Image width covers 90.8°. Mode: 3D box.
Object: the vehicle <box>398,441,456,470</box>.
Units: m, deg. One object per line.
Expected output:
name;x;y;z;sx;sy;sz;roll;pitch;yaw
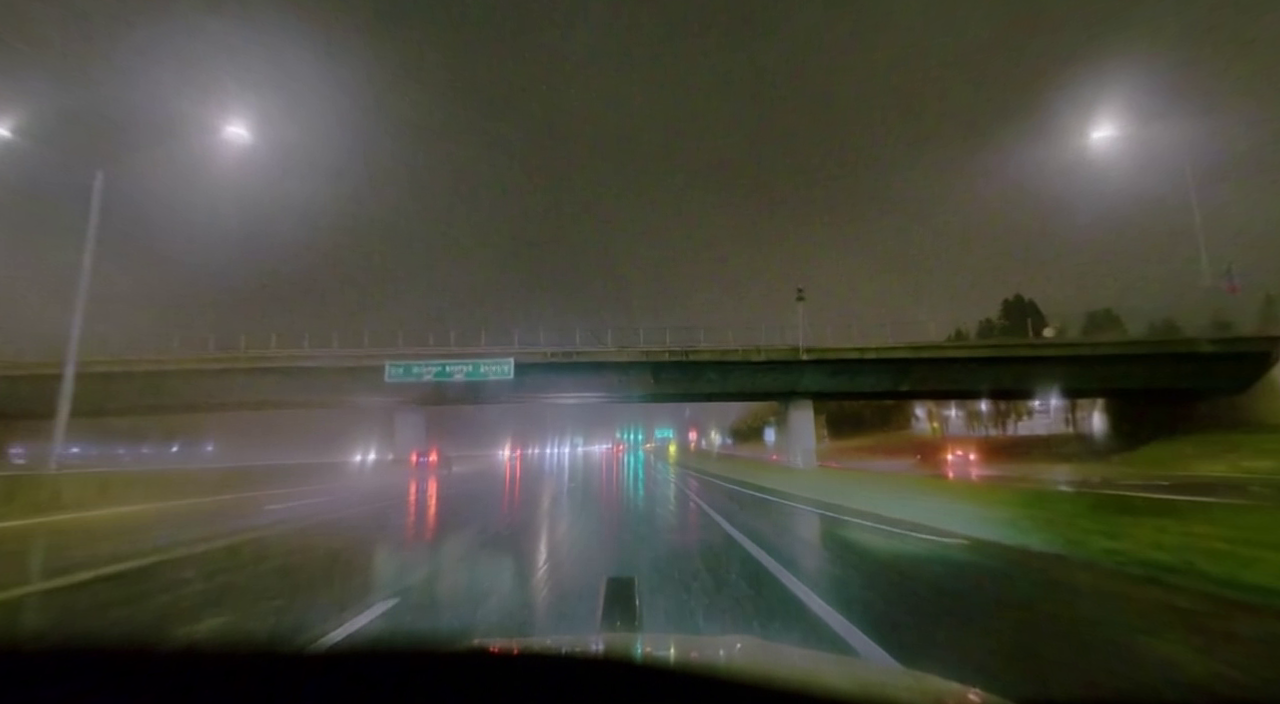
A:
vehicle;-14.231;6.951;42.562;2.049;1.792;5.177;0;-9;0
